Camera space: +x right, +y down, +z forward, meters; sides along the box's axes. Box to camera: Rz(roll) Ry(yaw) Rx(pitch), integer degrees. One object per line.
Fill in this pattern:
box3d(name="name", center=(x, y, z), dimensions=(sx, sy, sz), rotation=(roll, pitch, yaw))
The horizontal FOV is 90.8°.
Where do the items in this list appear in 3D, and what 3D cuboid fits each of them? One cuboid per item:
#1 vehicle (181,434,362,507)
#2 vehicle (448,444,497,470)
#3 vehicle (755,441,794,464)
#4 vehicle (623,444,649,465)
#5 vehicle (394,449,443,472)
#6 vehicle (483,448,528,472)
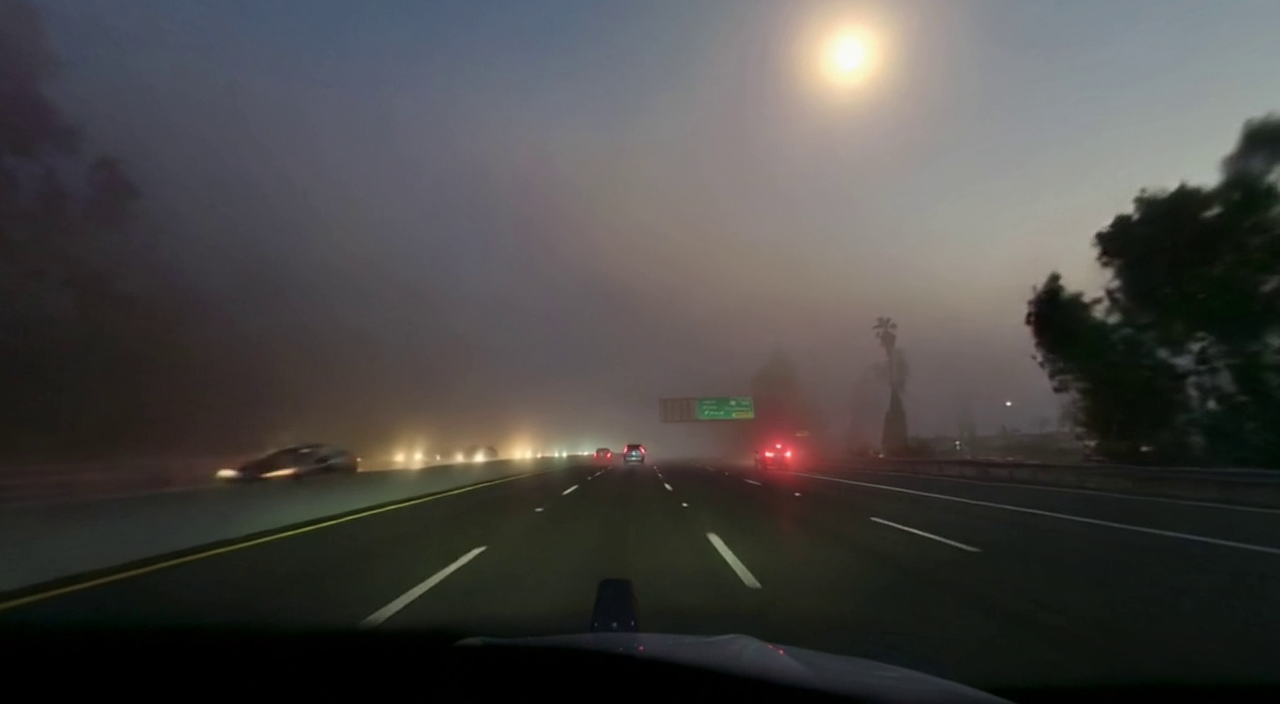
box3d(name="vehicle", center=(-9.758, 3.162, 17.317), dimensions=(2.100, 1.668, 4.686), rotation=(-1, -9, 0))
box3d(name="vehicle", center=(-12.189, 7.689, 46.432), dimensions=(2.142, 1.805, 5.075), rotation=(-1, -9, 1))
box3d(name="vehicle", center=(10.504, 7.882, 49.640), dimensions=(2.130, 1.703, 4.572), rotation=(-1, -9, 1))
box3d(name="vehicle", center=(-0.260, 8.017, 49.421), dimensions=(1.977, 1.513, 3.546), rotation=(-1, -9, 1))
box3d(name="vehicle", center=(-15.655, 7.656, 44.888), dimensions=(1.876, 1.513, 4.205), rotation=(-1, -9, 1))
box3d(name="vehicle", center=(-8.885, 7.163, 42.089), dimensions=(1.975, 1.495, 4.510), rotation=(-1, -9, 0))
